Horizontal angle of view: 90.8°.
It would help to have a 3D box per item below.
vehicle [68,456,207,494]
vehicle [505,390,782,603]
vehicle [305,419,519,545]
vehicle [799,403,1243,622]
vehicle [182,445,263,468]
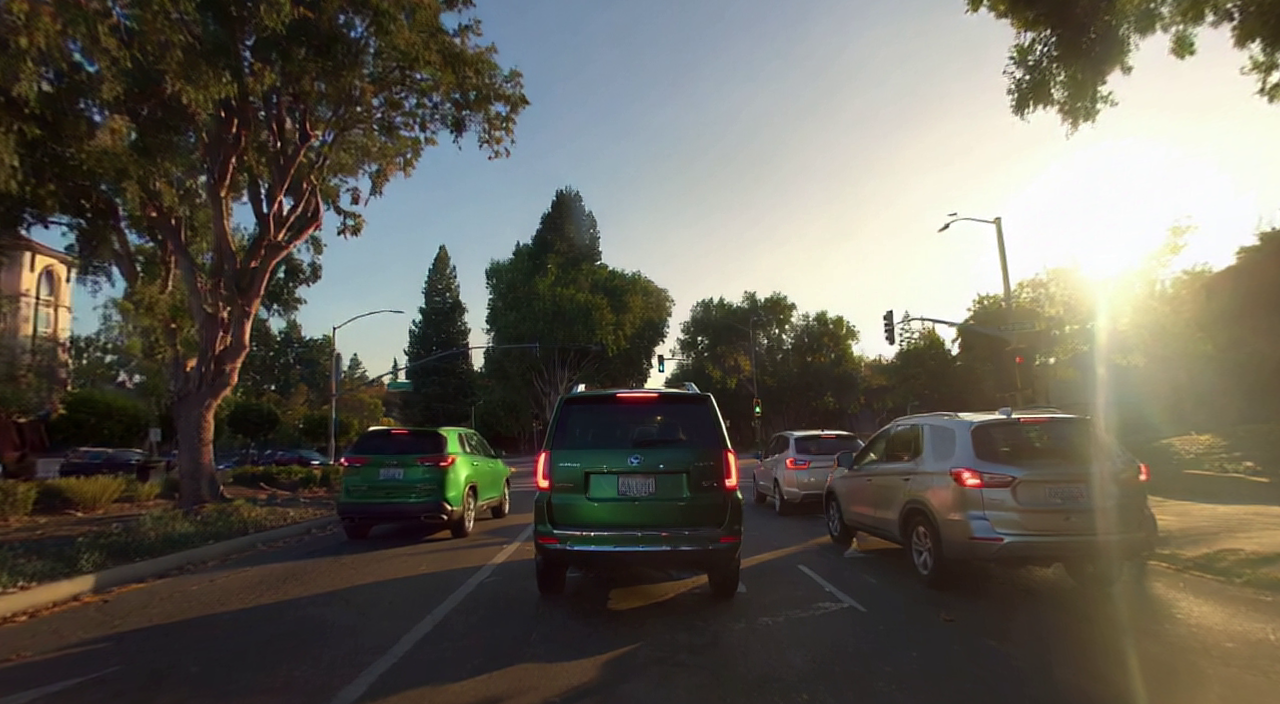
[{"bbox_3d":[-22.200,5.418,28.220,2.312,1.443,4.684,0,-9,0],"label":"vehicle"},{"bbox_3d":[0.017,1.491,7.261,2.294,1.761,3.857,0,-9,0],"label":"vehicle"},{"bbox_3d":[-3.399,2.021,10.410,1.961,1.639,4.064,0,-9,0],"label":"vehicle"},{"bbox_3d":[3.473,1.551,7.054,2.202,1.657,4.298,0,-9,-1],"label":"vehicle"},{"bbox_3d":[-30.002,7.511,45.459,4.403,1.532,1.914,0,-8,-3],"label":"vehicle"}]
